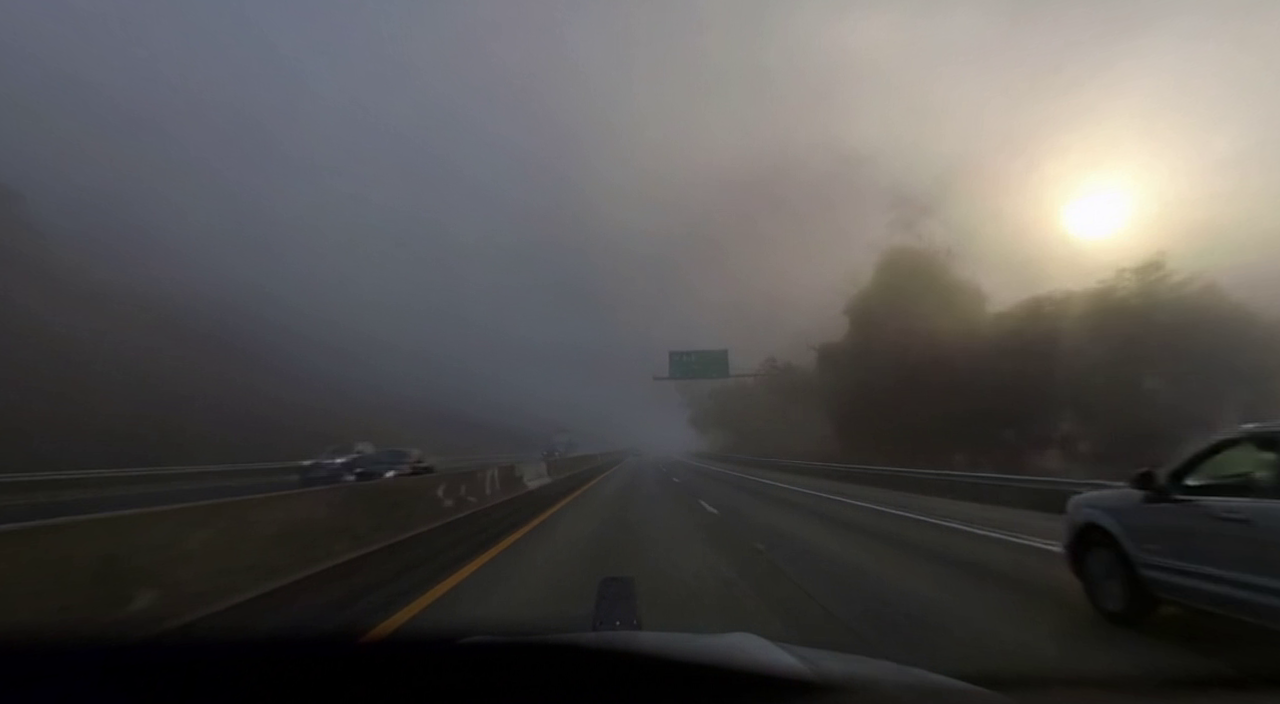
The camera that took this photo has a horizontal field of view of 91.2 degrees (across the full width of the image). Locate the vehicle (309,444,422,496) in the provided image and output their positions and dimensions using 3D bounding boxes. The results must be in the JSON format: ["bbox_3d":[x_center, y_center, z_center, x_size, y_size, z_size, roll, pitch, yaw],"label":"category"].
[{"bbox_3d":[-9.010,3.881,20.986,1.910,1.543,4.064,-1,-9,1],"label":"vehicle"}]

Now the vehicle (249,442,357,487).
[{"bbox_3d":[-13.385,4.474,25.223,1.961,1.654,4.197,0,-9,0],"label":"vehicle"}]

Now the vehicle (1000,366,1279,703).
[{"bbox_3d":[4.101,0.877,2.831,2.089,1.660,4.729,0,-9,0],"label":"vehicle"}]
